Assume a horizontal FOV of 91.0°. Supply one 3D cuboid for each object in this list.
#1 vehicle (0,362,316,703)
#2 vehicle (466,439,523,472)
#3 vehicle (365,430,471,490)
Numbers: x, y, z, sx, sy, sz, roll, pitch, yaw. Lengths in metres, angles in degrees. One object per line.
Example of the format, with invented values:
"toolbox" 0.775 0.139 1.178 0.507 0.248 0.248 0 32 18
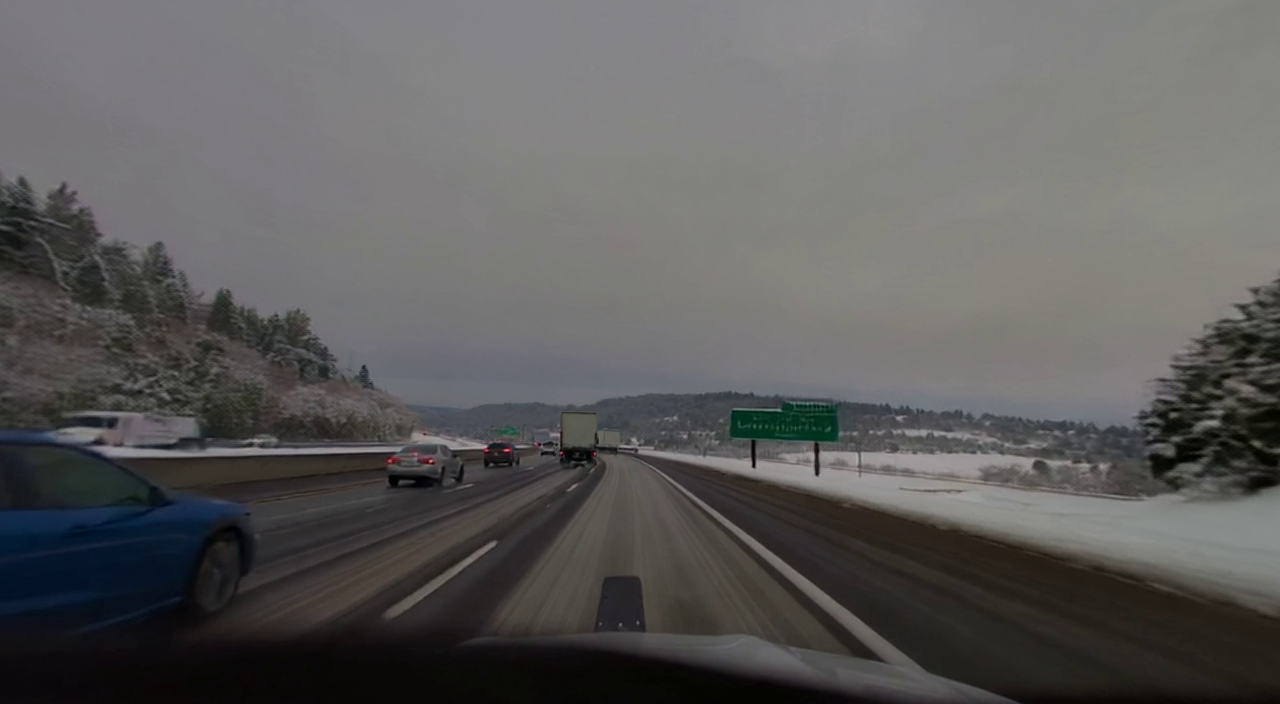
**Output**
"vehicle" -3.901 0.929 3.051 2.180 1.685 4.668 1 -9 0
"vehicle" -7.901 5.666 34.703 2.099 1.644 4.638 1 -9 -1
"vehicle" -7.148 3.522 20.825 2.081 1.740 4.268 1 -9 -3
